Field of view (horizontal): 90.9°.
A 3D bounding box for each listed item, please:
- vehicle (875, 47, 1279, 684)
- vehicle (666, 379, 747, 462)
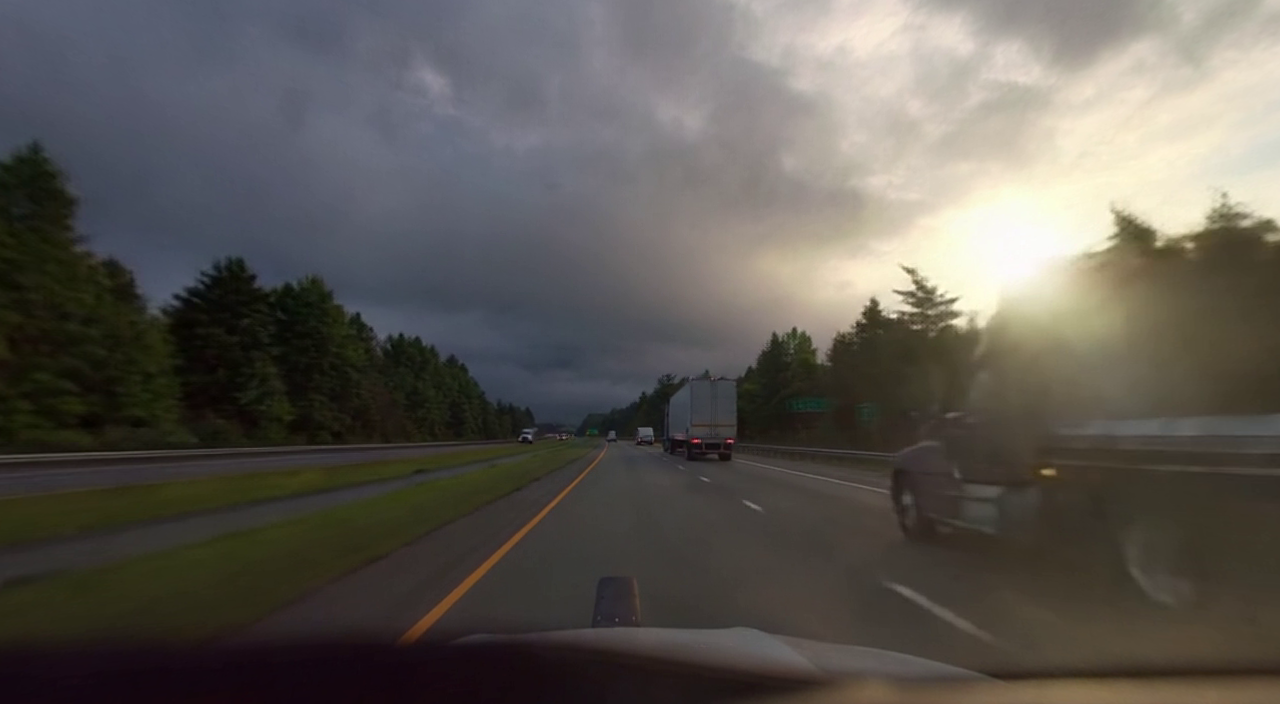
[{"bbox_3d":[4.867,0.262,4.777,2.938,3.358,8.114,0,-8,0],"label":"vehicle"},{"bbox_3d":[3.496,4.169,36.931,2.974,4.003,12.849,1,-8,-2],"label":"vehicle"}]
